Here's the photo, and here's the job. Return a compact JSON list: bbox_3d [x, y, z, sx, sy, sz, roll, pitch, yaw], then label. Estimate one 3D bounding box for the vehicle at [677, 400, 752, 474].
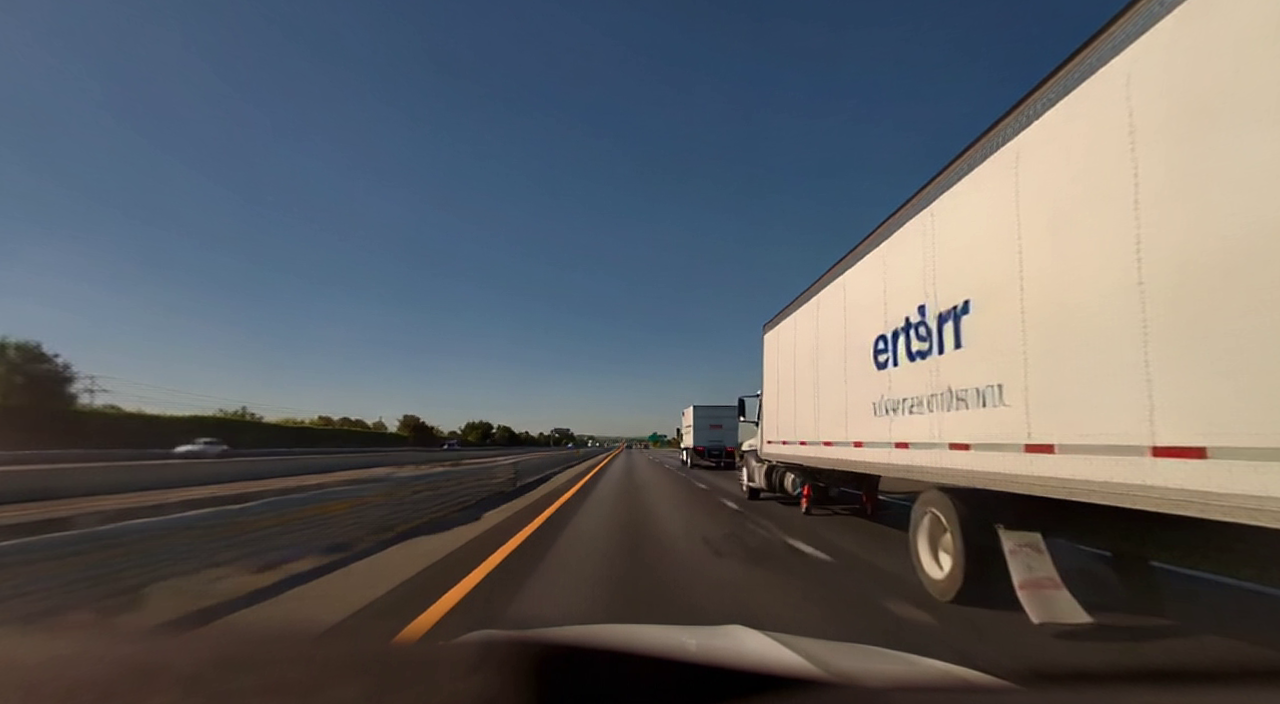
[{"bbox_3d":[3.480,4.225,31.192,2.702,3.193,7.196,-1,-8,-1],"label":"vehicle"}]
